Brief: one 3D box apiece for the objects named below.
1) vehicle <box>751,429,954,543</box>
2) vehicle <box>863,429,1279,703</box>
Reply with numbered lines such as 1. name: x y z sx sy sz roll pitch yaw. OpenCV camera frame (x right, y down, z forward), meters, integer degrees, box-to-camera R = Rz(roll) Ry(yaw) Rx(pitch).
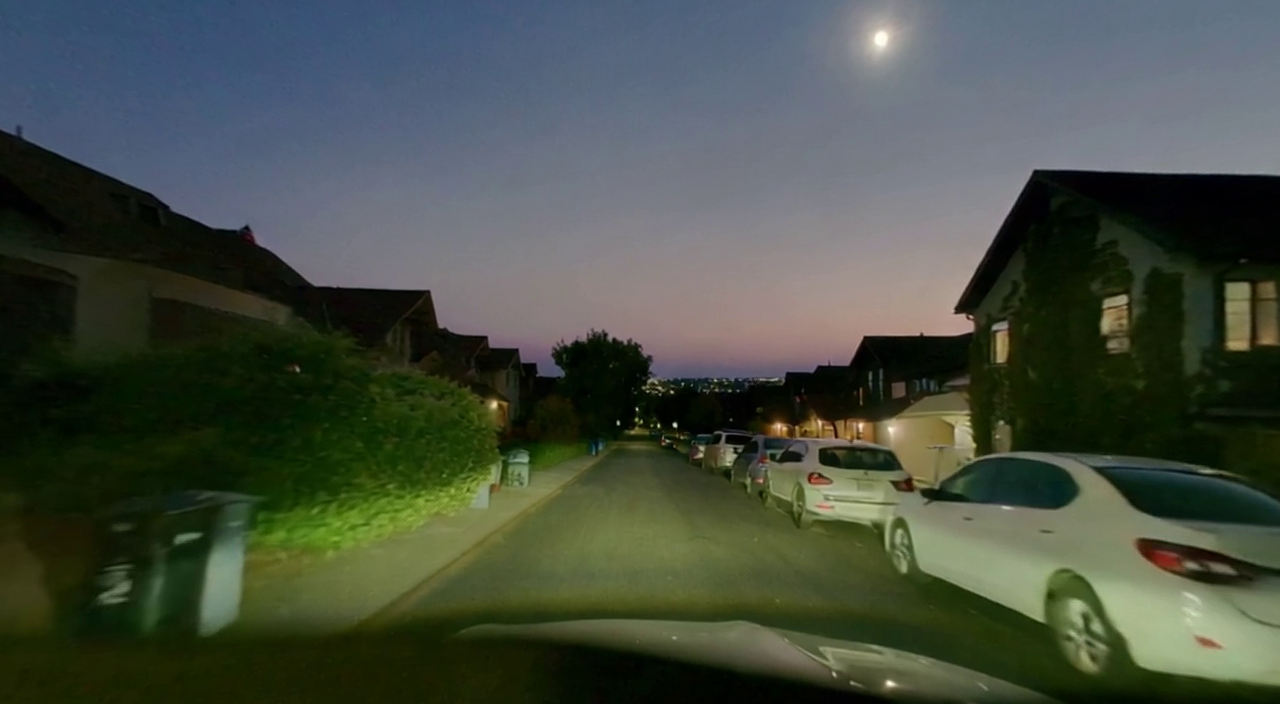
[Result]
1. vehicle: 3.136 2.009 10.176 2.036 1.510 3.505 0 -7 0
2. vehicle: 3.238 1.303 4.541 1.759 1.464 3.993 0 -7 0
